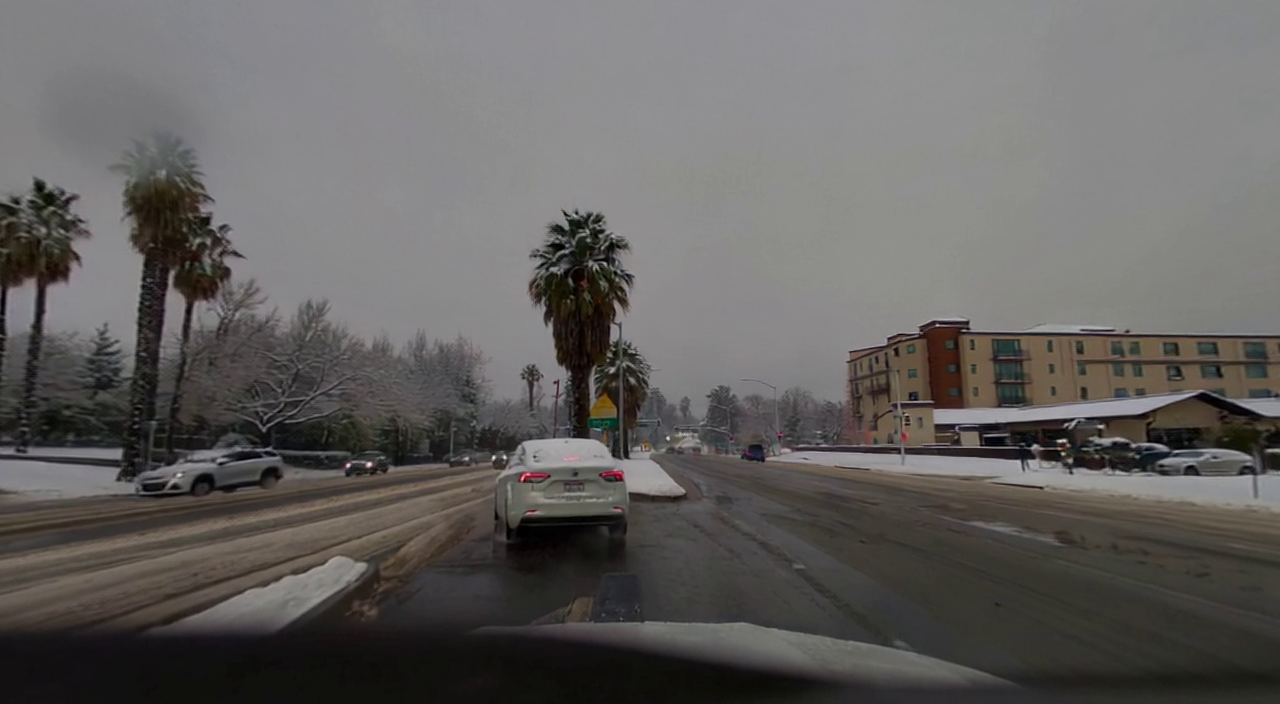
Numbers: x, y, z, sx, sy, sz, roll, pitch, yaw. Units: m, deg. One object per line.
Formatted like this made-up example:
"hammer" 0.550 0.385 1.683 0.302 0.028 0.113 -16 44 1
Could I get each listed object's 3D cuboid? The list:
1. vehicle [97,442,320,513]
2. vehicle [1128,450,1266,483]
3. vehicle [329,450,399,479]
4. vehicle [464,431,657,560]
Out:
"vehicle" -10.587 3.031 15.619 4.457 1.552 2.095 -3 -9 16
"vehicle" 25.903 5.317 29.517 4.446 1.464 1.954 -1 -9 4
"vehicle" -15.027 6.145 34.744 2.099 1.464 4.615 1 -9 -5
"vehicle" -1.482 2.030 9.790 1.986 1.473 4.382 3 -9 -20
